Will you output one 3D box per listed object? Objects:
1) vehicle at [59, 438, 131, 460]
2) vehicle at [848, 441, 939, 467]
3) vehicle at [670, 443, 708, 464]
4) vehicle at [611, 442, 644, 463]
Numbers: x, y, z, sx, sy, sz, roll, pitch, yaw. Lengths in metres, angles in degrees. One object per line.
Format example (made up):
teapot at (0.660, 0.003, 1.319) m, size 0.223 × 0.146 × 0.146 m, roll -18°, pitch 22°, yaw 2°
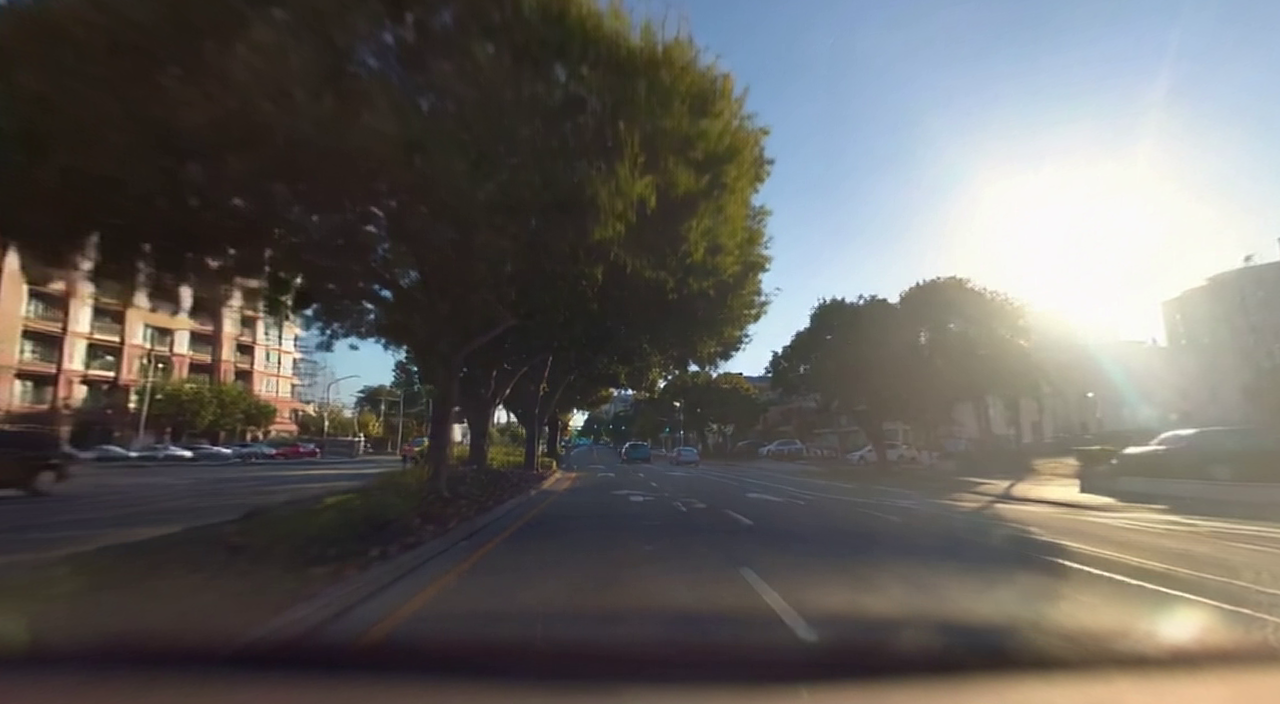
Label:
vehicle at (-42.409, 7.578, 49.293) m, size 1.869 × 1.599 × 4.572 m, roll 1°, pitch -9°, yaw -6°
vehicle at (15.229, 6.112, 38.049) m, size 4.648 × 1.510 × 1.891 m, roll 1°, pitch -9°, yaw -5°
vehicle at (3.514, 7.437, 46.267) m, size 1.932 × 1.439 × 4.159 m, roll 1°, pitch -9°, yaw -7°
vehicle at (-0.979, 7.642, 48.164) m, size 2.020 × 1.479 × 4.650 m, roll 1°, pitch -9°, yaw -7°
